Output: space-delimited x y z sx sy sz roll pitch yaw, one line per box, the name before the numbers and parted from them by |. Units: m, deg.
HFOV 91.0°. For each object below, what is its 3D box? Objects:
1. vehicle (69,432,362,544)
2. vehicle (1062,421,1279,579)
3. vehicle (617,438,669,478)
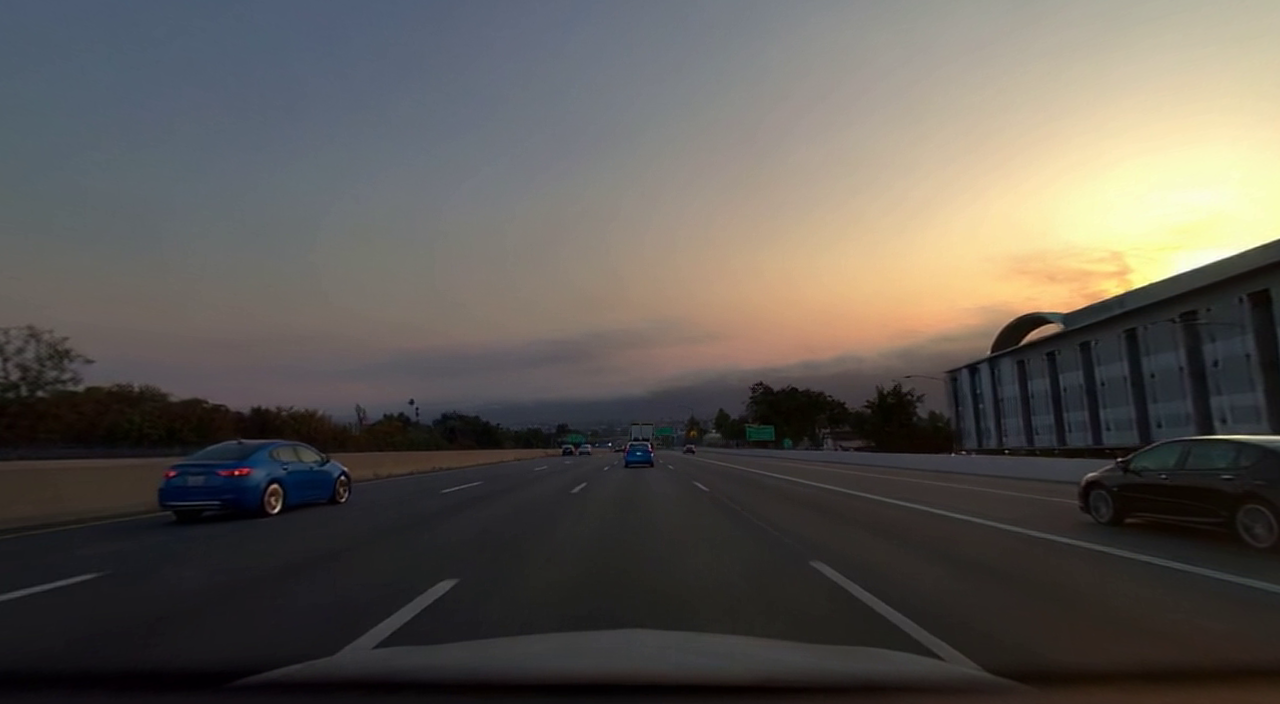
vehicle | -6.645 2.137 10.615 1.978 1.477 4.239 0 -8 0
vehicle | 7.108 1.514 6.668 1.937 1.498 4.710 0 -8 -1
vehicle | 0.108 4.450 26.693 2.036 1.542 3.891 0 -8 0
